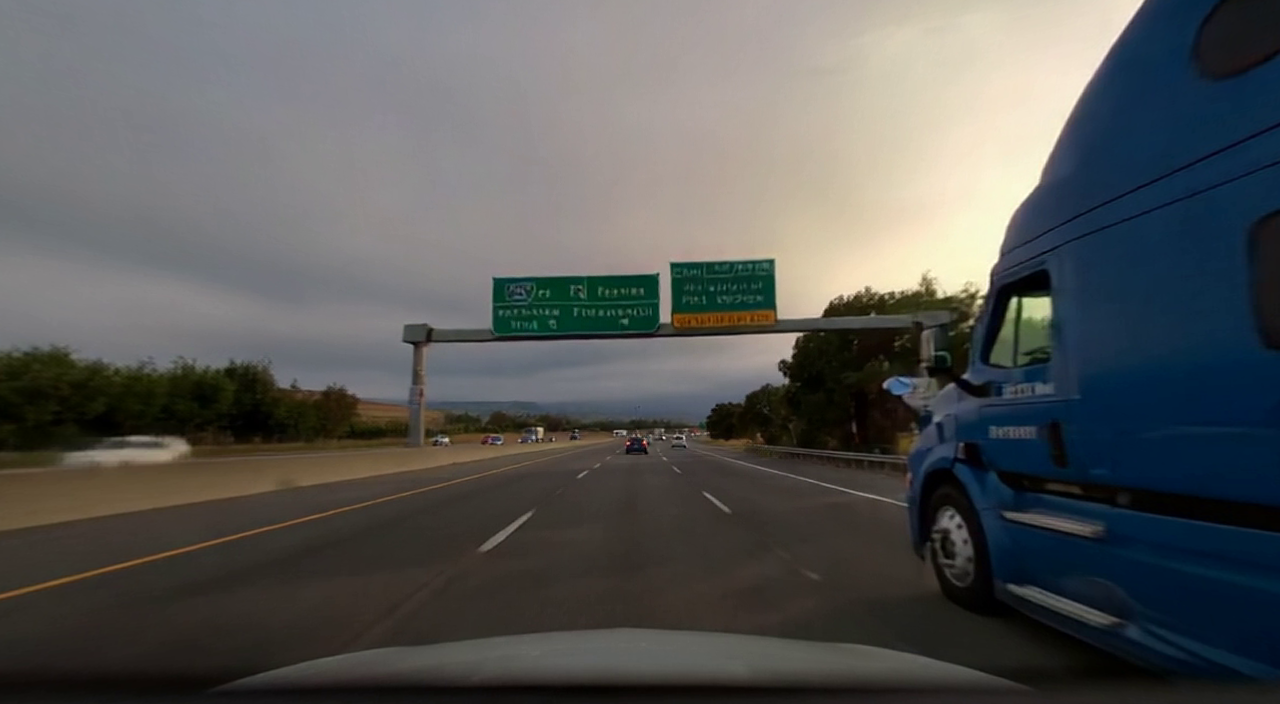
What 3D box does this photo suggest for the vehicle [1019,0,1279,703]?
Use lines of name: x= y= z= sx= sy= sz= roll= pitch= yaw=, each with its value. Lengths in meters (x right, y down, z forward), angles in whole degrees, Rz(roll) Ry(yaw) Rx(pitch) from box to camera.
vehicle: x=3.782 y=-0.395 z=0.282 sx=3.222 sy=3.915 sz=6.030 roll=0 pitch=-8 yaw=-1

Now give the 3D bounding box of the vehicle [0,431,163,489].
vehicle: x=-18.163 y=3.364 z=20.177 sx=1.934 sy=1.600 sz=4.908 roll=0 pitch=-8 yaw=0

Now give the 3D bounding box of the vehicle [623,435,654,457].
vehicle: x=-0.094 y=6.853 z=46.057 sx=2.140 sy=1.475 sz=3.969 roll=0 pitch=-8 yaw=0
